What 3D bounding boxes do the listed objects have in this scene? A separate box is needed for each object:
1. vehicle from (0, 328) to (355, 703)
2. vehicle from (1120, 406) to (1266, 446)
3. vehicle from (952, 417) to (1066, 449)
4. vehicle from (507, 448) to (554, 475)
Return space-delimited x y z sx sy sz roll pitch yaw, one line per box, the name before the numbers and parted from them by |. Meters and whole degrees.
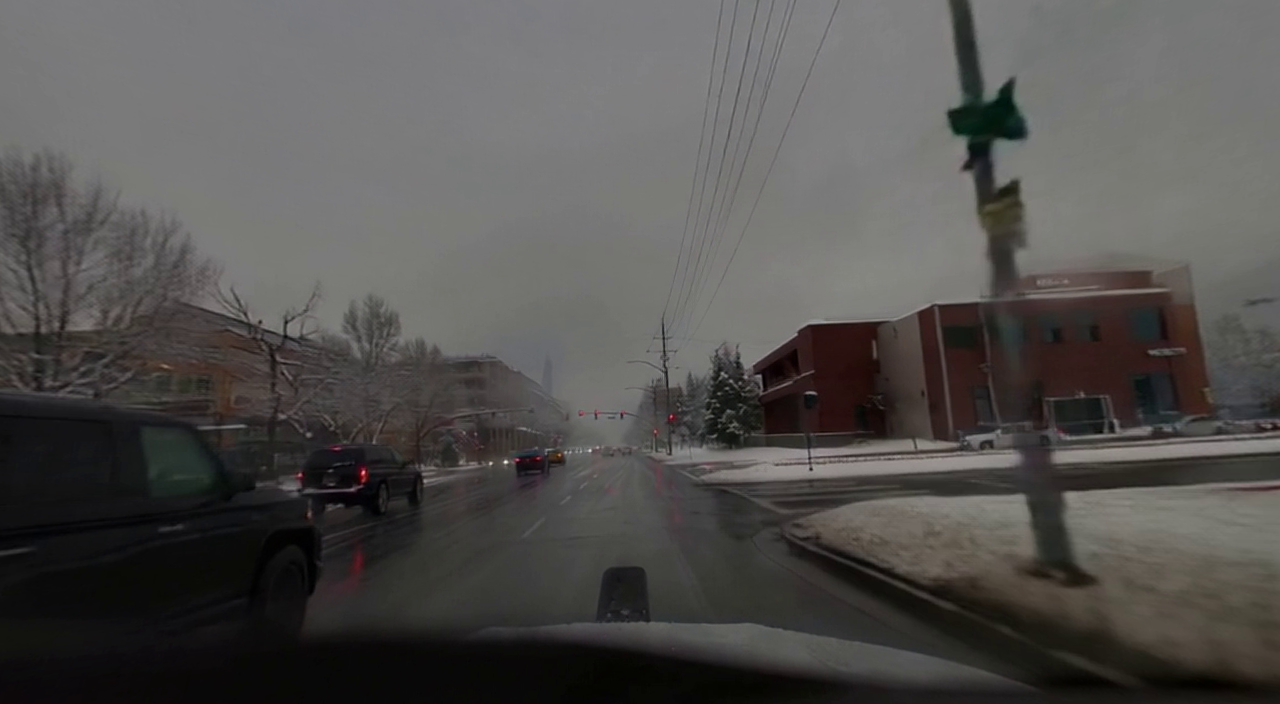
vehicle | -3.416 0.862 2.575 2.277 1.743 4.893 0 -9 -1
vehicle | 22.689 3.148 26.171 1.787 1.409 4.798 -1 -9 1
vehicle | 18.894 4.197 32.413 4.573 1.532 1.983 0 -9 -1
vehicle | -6.657 6.708 38.780 2.030 1.488 4.650 -1 -9 0
